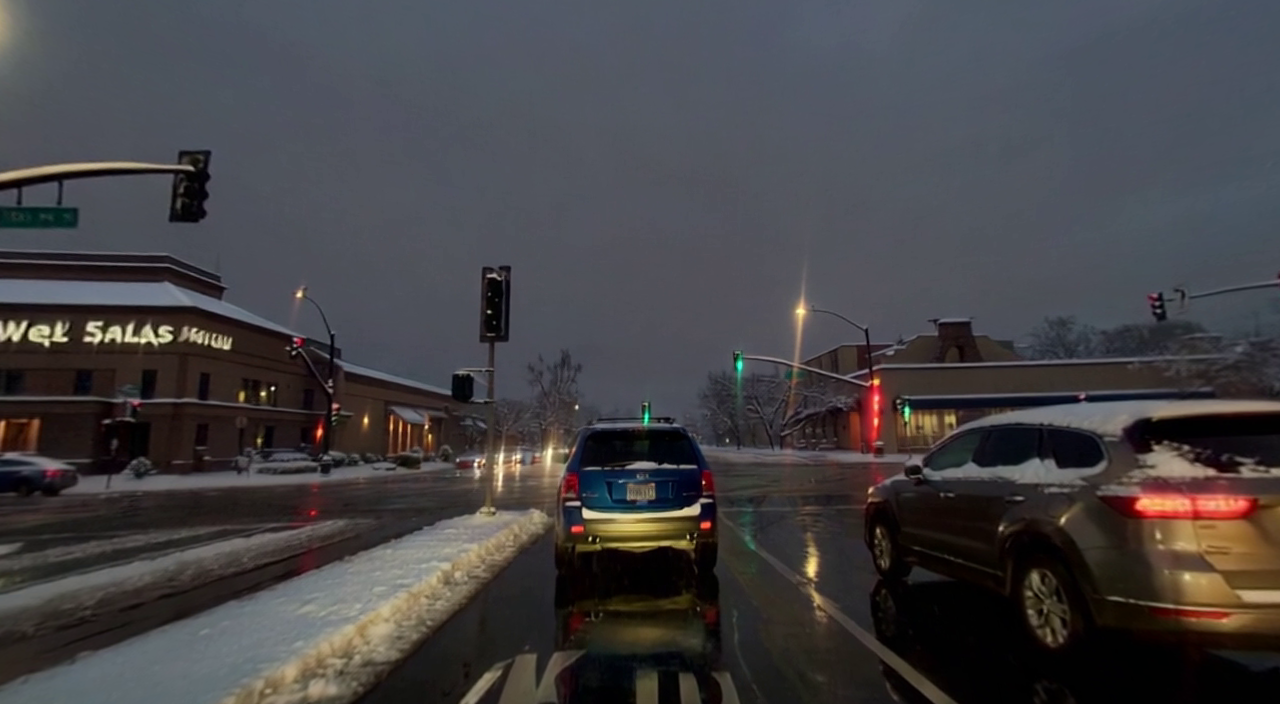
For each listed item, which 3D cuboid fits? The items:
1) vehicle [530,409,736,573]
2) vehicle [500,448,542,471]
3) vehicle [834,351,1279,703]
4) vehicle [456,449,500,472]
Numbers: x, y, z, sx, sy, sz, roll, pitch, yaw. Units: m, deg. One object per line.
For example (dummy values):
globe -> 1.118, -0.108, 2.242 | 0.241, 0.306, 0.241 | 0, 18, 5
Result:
vehicle -> -0.120, 1.844, 9.179 | 2.238, 1.762, 4.445 | 0, -9, -1
vehicle -> -8.543, 7.742, 45.738 | 2.163, 1.529, 4.210 | 0, -9, 1
vehicle -> 3.209, 1.150, 4.770 | 2.040, 1.674, 4.455 | 0, -9, 0
vehicle -> -11.816, 7.914, 46.427 | 2.005, 1.596, 4.342 | -1, -9, 1
